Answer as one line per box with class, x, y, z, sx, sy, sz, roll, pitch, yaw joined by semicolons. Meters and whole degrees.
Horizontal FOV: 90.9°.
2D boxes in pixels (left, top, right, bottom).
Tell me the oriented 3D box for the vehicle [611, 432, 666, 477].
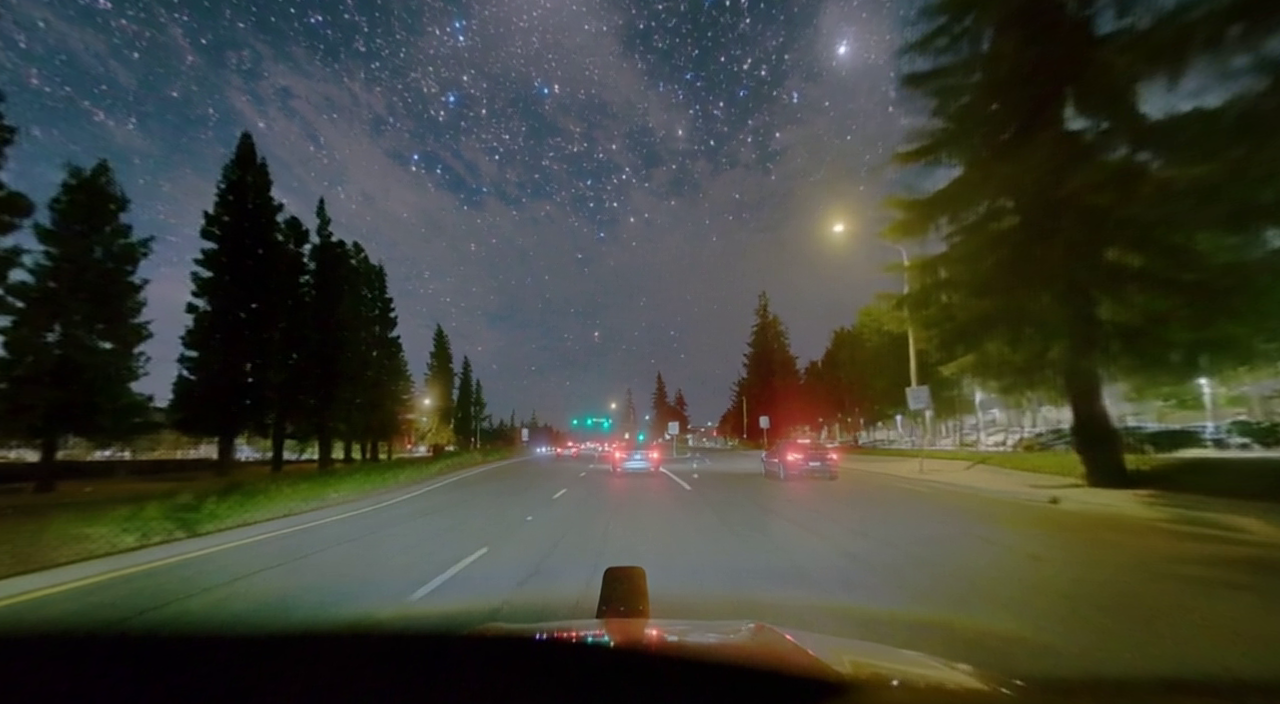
vehicle;-0.114;4.258;26.295;2.135;1.691;3.884;0;-9;-1
